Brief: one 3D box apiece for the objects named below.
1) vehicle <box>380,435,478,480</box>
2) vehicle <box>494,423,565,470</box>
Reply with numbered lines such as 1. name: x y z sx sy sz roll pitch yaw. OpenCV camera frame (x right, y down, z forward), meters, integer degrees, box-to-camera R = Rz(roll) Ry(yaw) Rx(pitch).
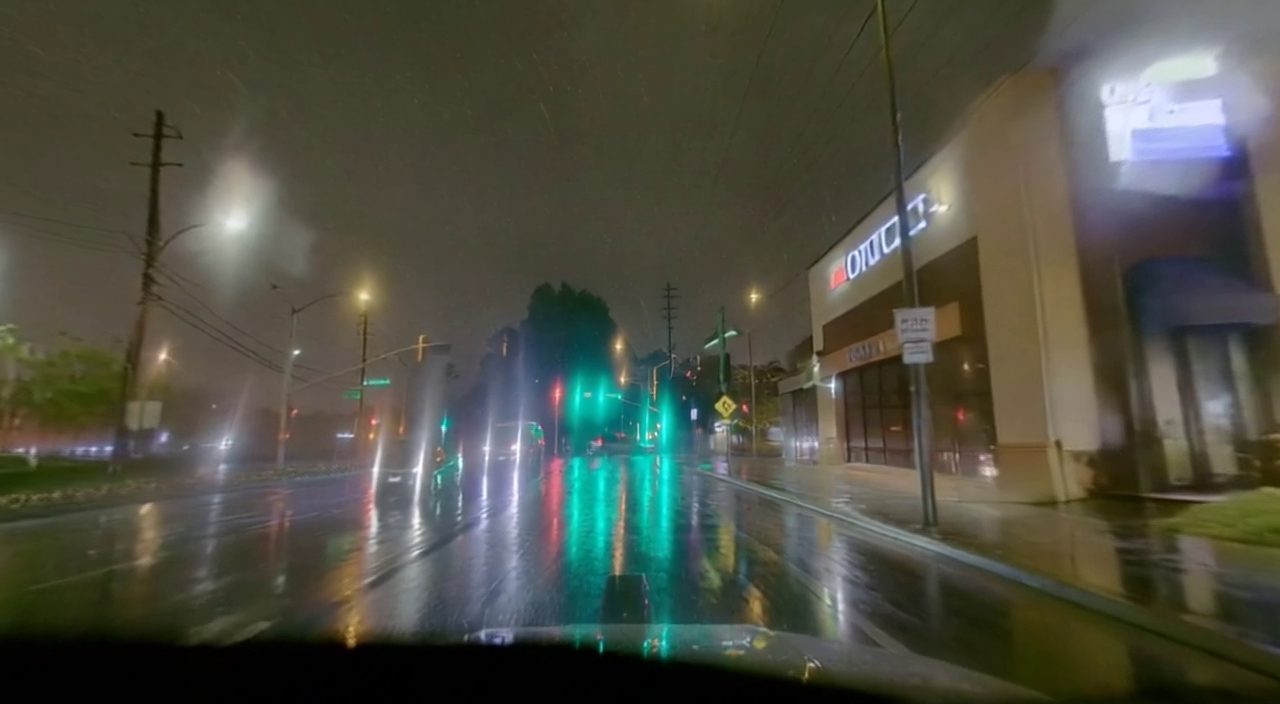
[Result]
1. vehicle: -7.486 3.765 22.838 2.010 1.455 4.271 0 -8 1
2. vehicle: -4.847 4.256 28.482 2.371 1.926 5.099 0 -8 -1
